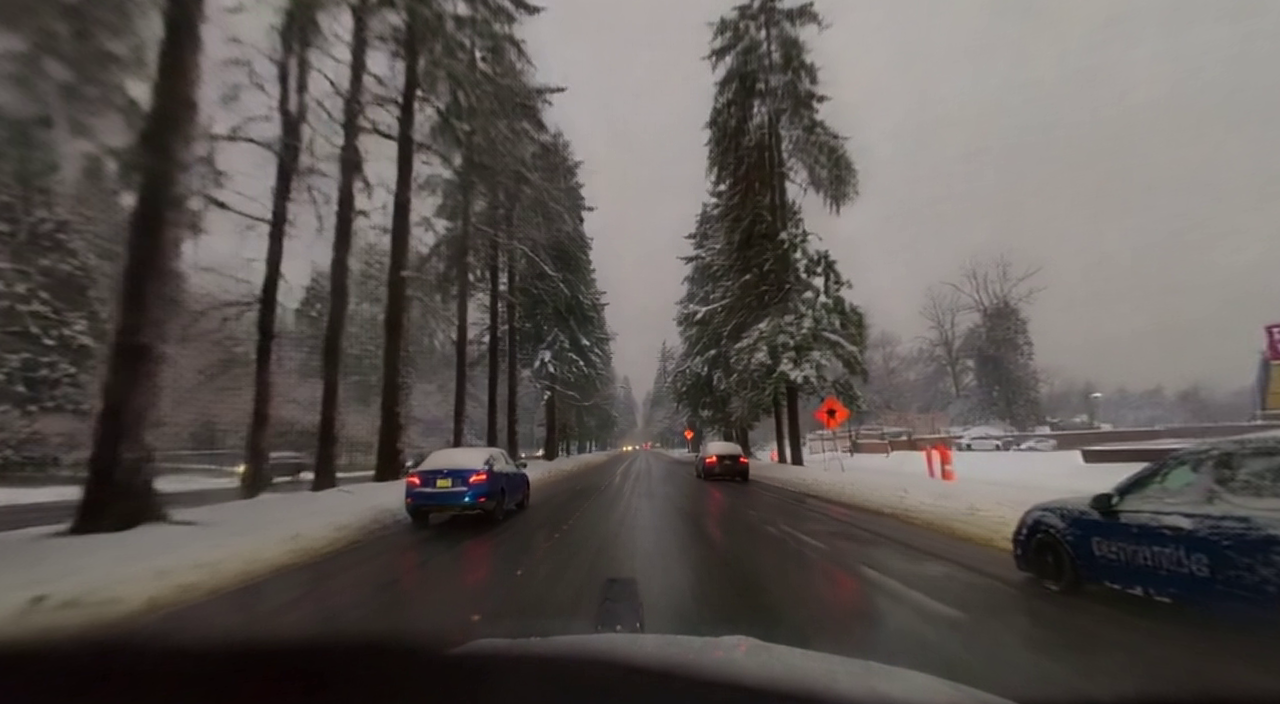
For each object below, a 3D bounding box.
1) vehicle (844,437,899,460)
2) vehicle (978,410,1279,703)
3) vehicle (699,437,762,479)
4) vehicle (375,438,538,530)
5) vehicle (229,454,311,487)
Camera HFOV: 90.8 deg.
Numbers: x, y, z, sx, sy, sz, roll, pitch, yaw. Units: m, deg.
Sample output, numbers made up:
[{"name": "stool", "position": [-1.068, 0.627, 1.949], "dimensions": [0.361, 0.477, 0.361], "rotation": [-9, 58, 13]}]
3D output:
[{"name": "vehicle", "position": [17.062, 7.142, 46.796], "dimensions": [1.941, 1.559, 4.633], "rotation": [1, -9, -6]}, {"name": "vehicle", "position": [4.120, 1.165, 3.991], "dimensions": [1.827, 1.491, 3.743], "rotation": [0, -9, -1]}, {"name": "vehicle", "position": [4.183, 5.001, 30.033], "dimensions": [2.159, 1.793, 4.735], "rotation": [0, -9, -1]}, {"name": "vehicle", "position": [-3.363, 2.496, 12.510], "dimensions": [2.020, 1.474, 4.098], "rotation": [0, -9, 0]}, {"name": "vehicle", "position": [-20.607, 6.562, 35.404], "dimensions": [1.923, 1.669, 4.407], "rotation": [0, -9, 0]}]
